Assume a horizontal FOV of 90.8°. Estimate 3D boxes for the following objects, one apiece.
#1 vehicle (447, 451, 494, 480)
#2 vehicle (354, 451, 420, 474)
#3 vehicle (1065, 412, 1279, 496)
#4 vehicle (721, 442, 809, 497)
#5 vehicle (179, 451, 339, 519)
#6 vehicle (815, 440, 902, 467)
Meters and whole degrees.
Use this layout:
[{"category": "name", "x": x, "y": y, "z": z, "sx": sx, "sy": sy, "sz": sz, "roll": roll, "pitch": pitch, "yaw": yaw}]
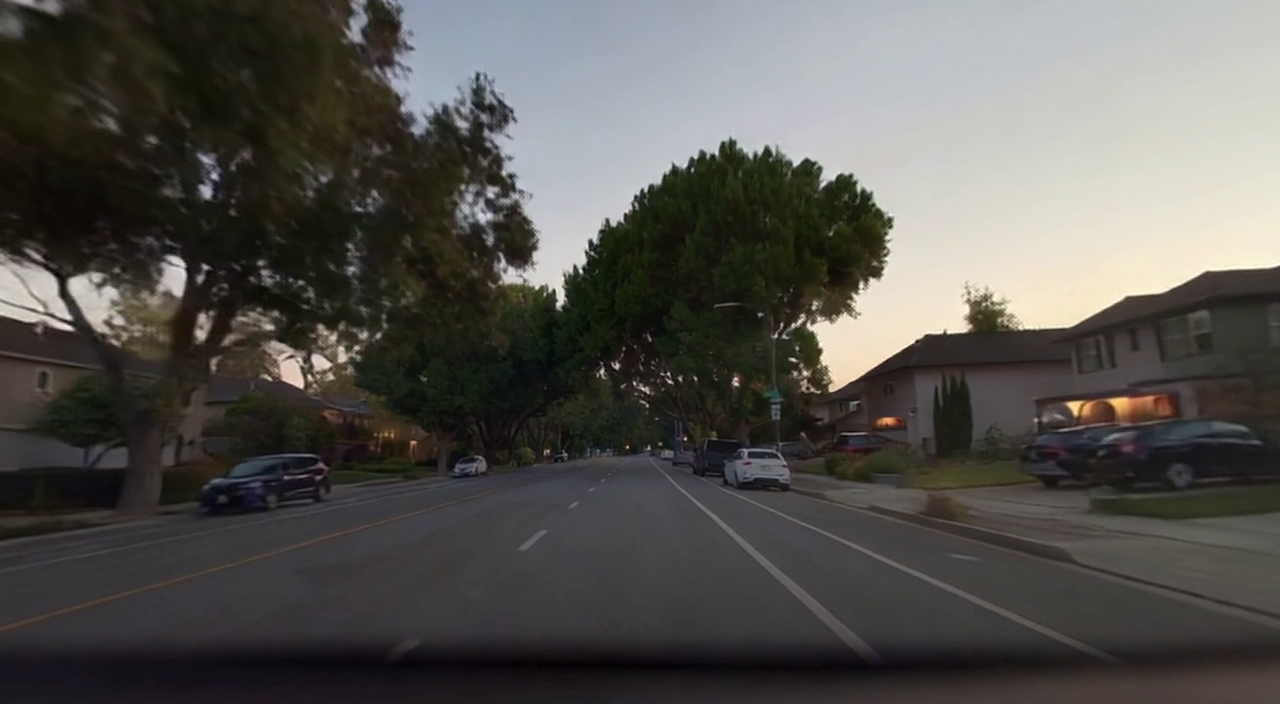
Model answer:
[{"category": "vehicle", "x": -10.909, "y": 7.367, "z": 40.997, "sx": 1.964, "sy": 1.667, "sz": 4.217, "roll": -3, "pitch": -10, "yaw": -2}, {"category": "vehicle", "x": -19.949, "y": 8.706, "z": 49.959, "sx": 4.359, "sy": 1.727, "sz": 2.029, "roll": 0, "pitch": -9, "yaw": -2}, {"category": "vehicle", "x": 12.224, "y": 2.209, "z": 13.816, "sx": 4.364, "sy": 1.677, "sz": 2.006, "roll": 0, "pitch": -9, "yaw": 0}, {"category": "vehicle", "x": 4.059, "y": 3.891, "z": 21.306, "sx": 2.007, "sy": 1.657, "sz": 4.362, "roll": 0, "pitch": -9, "yaw": -1}, {"category": "vehicle", "x": -10.953, "y": 3.799, "z": 18.631, "sx": 2.091, "sy": 1.717, "sz": 4.392, "roll": 0, "pitch": -9, "yaw": -3}, {"category": "vehicle", "x": 12.422, "y": 5.797, "z": 36.088, "sx": 4.285, "sy": 1.434, "sz": 1.740, "roll": 0, "pitch": -9, "yaw": 0}]
